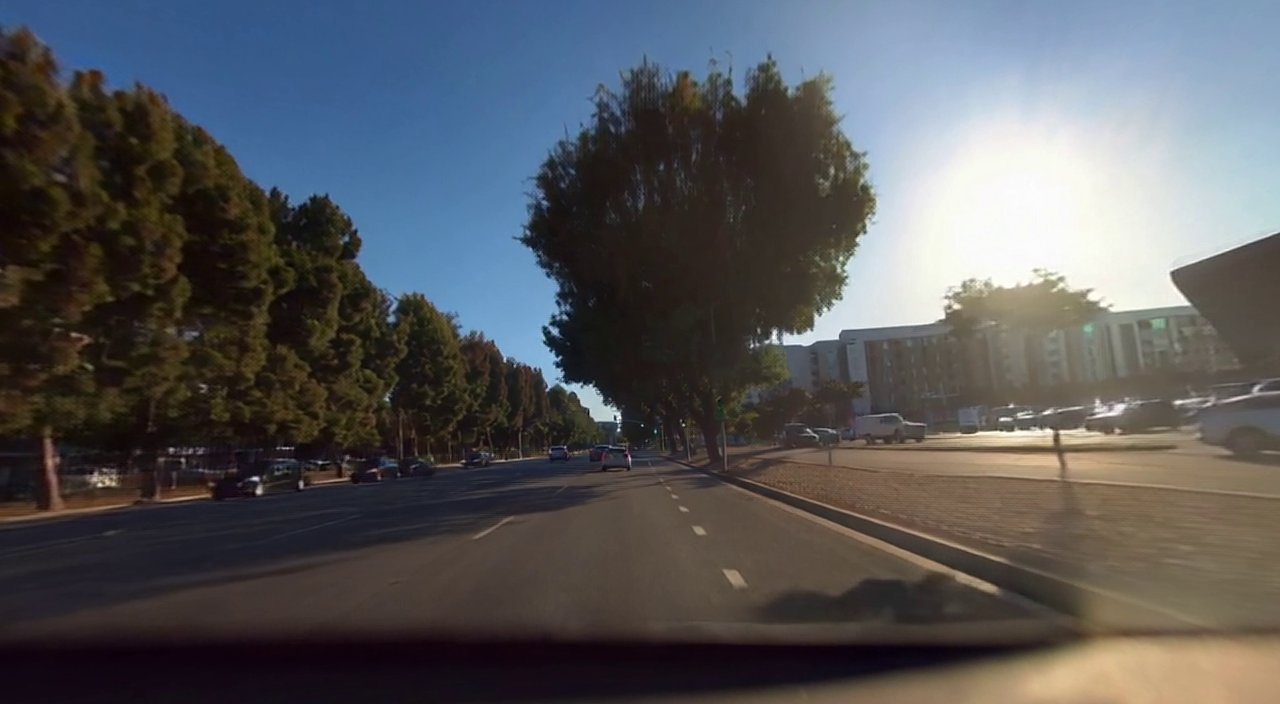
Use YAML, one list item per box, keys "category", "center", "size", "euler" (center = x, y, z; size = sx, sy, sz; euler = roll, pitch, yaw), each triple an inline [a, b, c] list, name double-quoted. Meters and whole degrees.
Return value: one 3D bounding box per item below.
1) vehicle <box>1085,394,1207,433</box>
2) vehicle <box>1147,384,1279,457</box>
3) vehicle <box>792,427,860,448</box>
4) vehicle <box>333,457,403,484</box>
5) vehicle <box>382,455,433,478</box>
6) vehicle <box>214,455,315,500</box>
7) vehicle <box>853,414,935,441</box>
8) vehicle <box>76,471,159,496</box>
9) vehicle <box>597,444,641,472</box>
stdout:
- category: "vehicle"
  center: [22.120, 2.779, 27.873]
  size: [1.870, 1.470, 4.436]
  euler: [-1, -8, 3]
- category: "vehicle"
  center: [14.483, 1.511, 13.704]
  size: [5.047, 1.461, 2.133]
  euler: [0, -8, 1]
- category: "vehicle"
  center: [13.265, 6.163, 45.340]
  size: [4.144, 1.407, 2.201]
  euler: [0, -8, -2]
- category: "vehicle"
  center: [-16.509, 7.184, 38.632]
  size: [2.058, 1.459, 4.704]
  euler: [0, -8, 1]
- category: "vehicle"
  center: [-17.007, 8.365, 46.491]
  size: [1.985, 1.471, 4.797]
  euler: [0, -8, 0]
- category: "vehicle"
  center: [-17.003, 5.666, 28.881]
  size: [2.016, 1.598, 4.545]
  euler: [-4, -8, -2]
- category: "vehicle"
  center: [15.123, 4.556, 37.780]
  size: [3.956, 1.504, 2.170]
  euler: [2, -8, -9]
- category: "vehicle"
  center: [-39.338, 9.874, 47.644]
  size: [4.429, 1.486, 1.942]
  euler: [2, -4, -3]
- category: "vehicle"
  center: [-1.112, 6.000, 36.008]
  size: [2.235, 1.500, 4.420]
  euler: [0, -8, 2]
